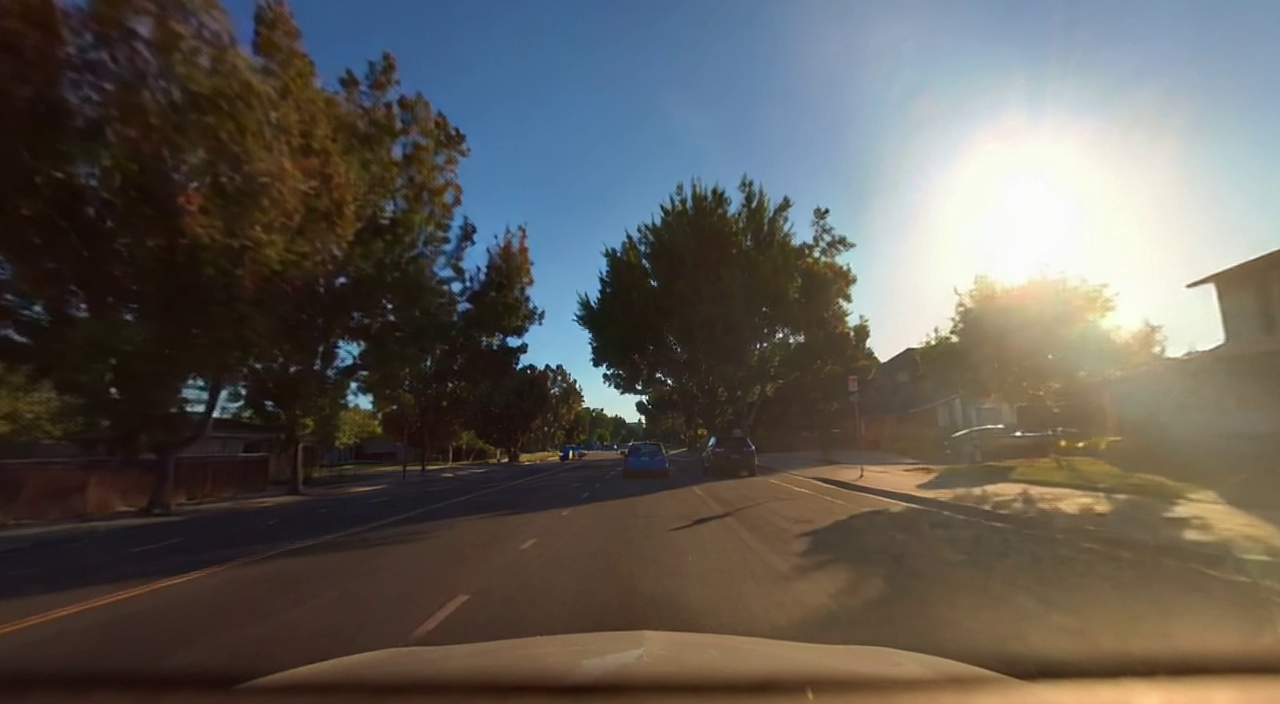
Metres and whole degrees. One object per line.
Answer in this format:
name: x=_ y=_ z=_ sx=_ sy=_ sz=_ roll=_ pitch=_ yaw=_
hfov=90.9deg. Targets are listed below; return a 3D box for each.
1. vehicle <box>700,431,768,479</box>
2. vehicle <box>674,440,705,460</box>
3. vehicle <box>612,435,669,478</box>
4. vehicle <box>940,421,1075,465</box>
vehicle: x=3.644 y=4.116 z=25.362 sx=2.024 sy=1.711 sz=4.512 roll=0 pitch=-8 yaw=0
vehicle: x=3.822 y=7.727 z=49.654 sx=2.099 sy=1.463 sz=4.130 roll=0 pitch=-8 yaw=0
vehicle: x=0.033 y=4.375 z=26.674 sx=2.200 sy=1.653 sz=4.127 roll=0 pitch=-8 yaw=0
vehicle: x=15.404 y=3.845 z=26.615 sx=4.378 sy=1.754 sz=2.007 roll=0 pitch=-9 yaw=0
